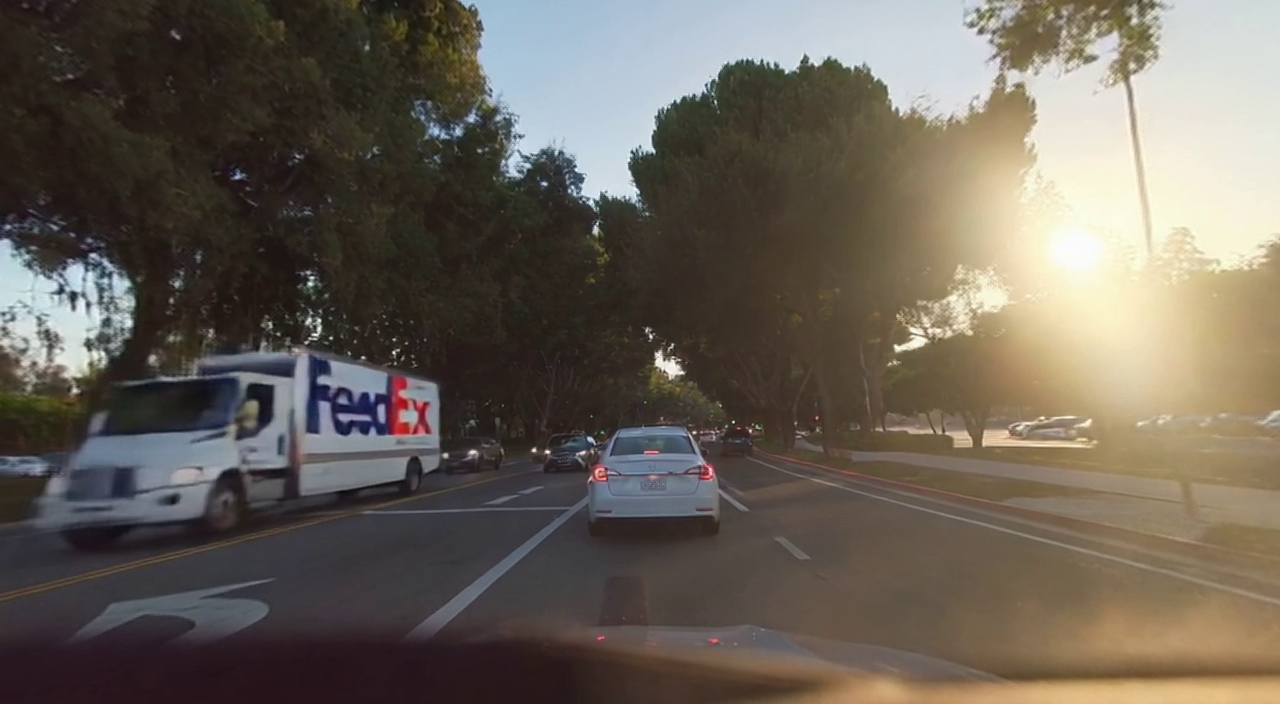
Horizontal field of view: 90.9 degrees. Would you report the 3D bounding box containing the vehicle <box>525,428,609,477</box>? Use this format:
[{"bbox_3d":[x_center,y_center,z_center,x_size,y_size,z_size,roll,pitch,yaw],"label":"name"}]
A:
[{"bbox_3d":[-2.808,4.046,25.603,2.057,1.786,4.725,-2,-8,11],"label":"vehicle"}]

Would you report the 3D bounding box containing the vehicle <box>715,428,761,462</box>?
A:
[{"bbox_3d":[5.465,5.268,35.695,2.155,1.786,4.459,-1,-8,3],"label":"vehicle"}]

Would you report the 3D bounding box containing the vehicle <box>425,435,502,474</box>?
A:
[{"bbox_3d":[-8.773,5.156,31.932,2.039,1.769,4.911,-1,-8,6],"label":"vehicle"}]

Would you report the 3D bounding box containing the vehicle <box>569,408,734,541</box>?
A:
[{"bbox_3d":[0.175,1.907,10.386,2.154,1.710,4.128,-1,-8,1],"label":"vehicle"}]

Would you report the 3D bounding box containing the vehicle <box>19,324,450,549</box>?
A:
[{"bbox_3d":[-7.421,1.911,14.127,2.961,3.316,9.483,-1,-8,3],"label":"vehicle"}]
